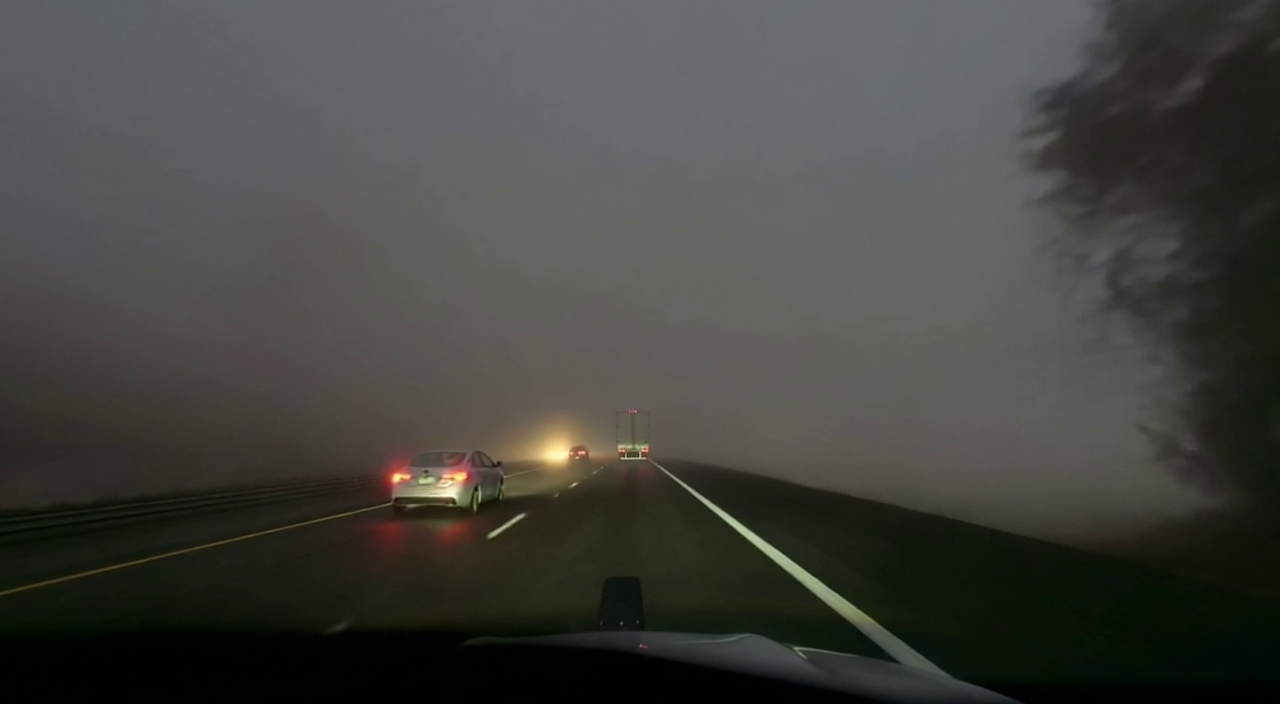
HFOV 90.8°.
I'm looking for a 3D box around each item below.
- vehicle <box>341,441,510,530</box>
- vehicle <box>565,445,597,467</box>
[{"bbox_3d":[-4.100,2.605,12.885,1.978,1.507,4.062,0,-9,0],"label":"vehicle"},{"bbox_3d":[-4.593,8.199,49.825,2.115,1.668,4.217,0,-9,0],"label":"vehicle"}]
